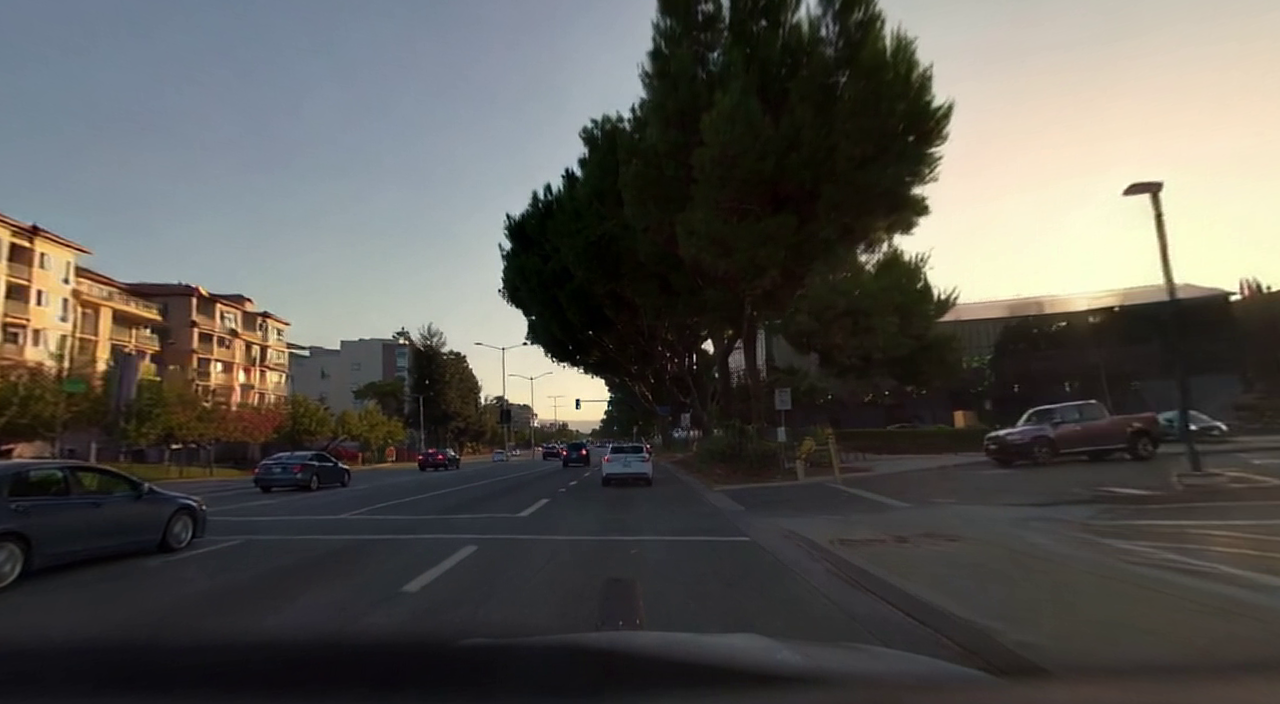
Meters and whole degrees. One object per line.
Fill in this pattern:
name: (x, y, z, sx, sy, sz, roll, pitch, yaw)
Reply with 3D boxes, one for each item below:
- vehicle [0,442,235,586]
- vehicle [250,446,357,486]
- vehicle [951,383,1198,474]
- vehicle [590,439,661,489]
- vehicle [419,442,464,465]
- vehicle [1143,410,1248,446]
vehicle: (-7.446, 1.846, 7.794, 1.906, 1.449, 4.576, 0, -8, -1)
vehicle: (-13.754, 4.664, 26.189, 2.024, 1.484, 4.592, 0, -8, -2)
vehicle: (12.532, 2.252, 18.568, 5.253, 2.014, 2.666, -5, -7, -5)
vehicle: (-0.474, 3.624, 20.825, 2.099, 1.469, 4.389, 0, -8, -1)
vehicle: (-14.965, 7.682, 47.889, 2.064, 1.686, 4.380, 0, -8, -1)
vehicle: (28.100, 3.850, 31.987, 3.745, 1.450, 1.750, -5, -6, -6)
